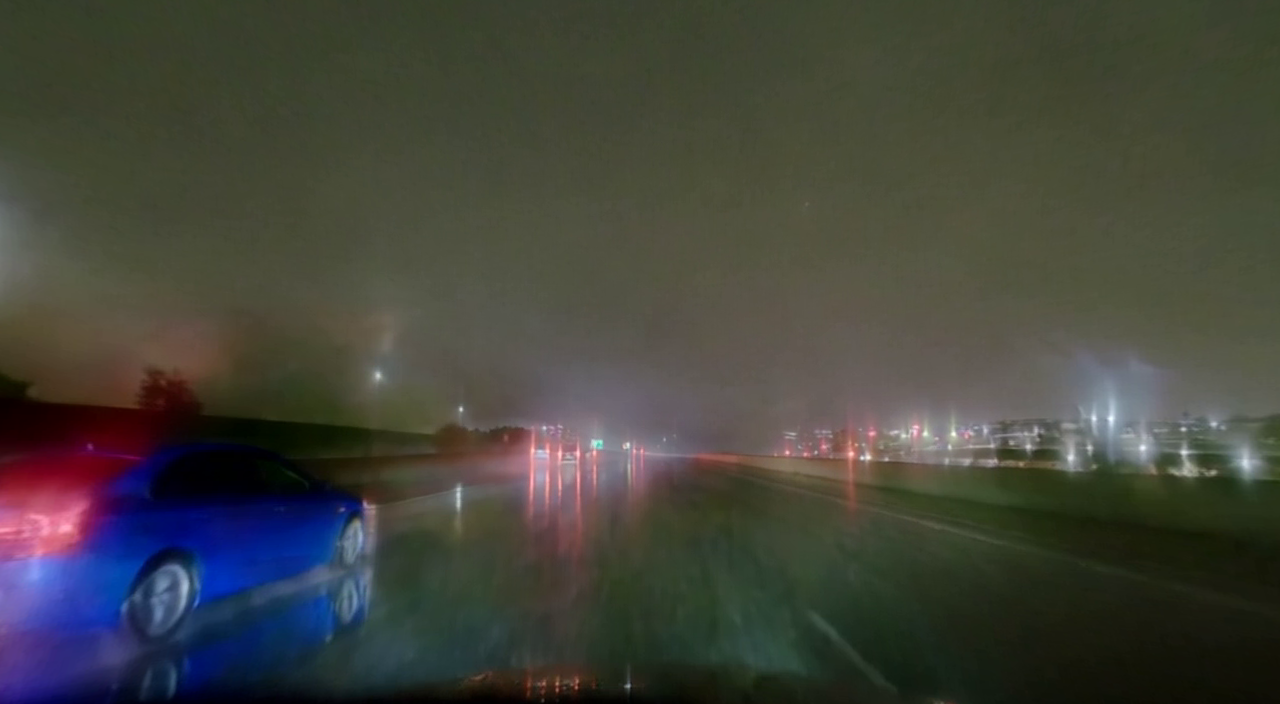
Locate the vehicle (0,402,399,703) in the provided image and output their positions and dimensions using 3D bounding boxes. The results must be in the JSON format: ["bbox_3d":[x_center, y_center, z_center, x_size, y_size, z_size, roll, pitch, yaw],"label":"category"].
[{"bbox_3d":[-3.754,1.270,4.698,2.114,1.480,4.473,0,-9,1],"label":"vehicle"}]

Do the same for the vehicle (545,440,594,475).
[{"bbox_3d":[-3.619,5.516,33.176,2.075,1.702,4.257,0,-9,0],"label":"vehicle"}]
